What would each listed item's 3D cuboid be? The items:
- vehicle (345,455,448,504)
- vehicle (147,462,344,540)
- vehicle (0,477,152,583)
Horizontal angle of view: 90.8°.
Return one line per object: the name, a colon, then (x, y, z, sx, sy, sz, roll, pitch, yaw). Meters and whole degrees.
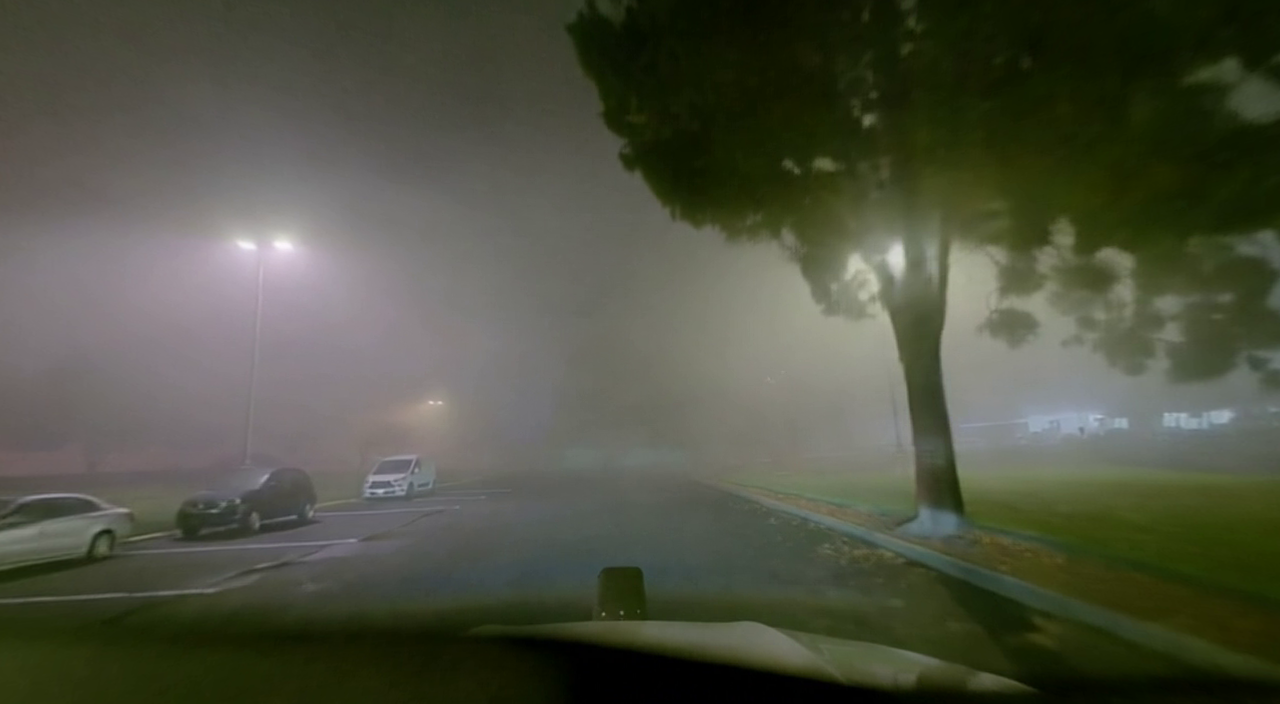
vehicle: (-9.800, 5.140, 25.945, 2.360, 1.741, 4.912, 0, -9, -2)
vehicle: (-9.372, 3.533, 15.587, 2.038, 1.525, 4.383, 0, -9, 0)
vehicle: (-9.549, 2.694, 9.313, 1.938, 1.191, 3.630, -6, -7, -2)
